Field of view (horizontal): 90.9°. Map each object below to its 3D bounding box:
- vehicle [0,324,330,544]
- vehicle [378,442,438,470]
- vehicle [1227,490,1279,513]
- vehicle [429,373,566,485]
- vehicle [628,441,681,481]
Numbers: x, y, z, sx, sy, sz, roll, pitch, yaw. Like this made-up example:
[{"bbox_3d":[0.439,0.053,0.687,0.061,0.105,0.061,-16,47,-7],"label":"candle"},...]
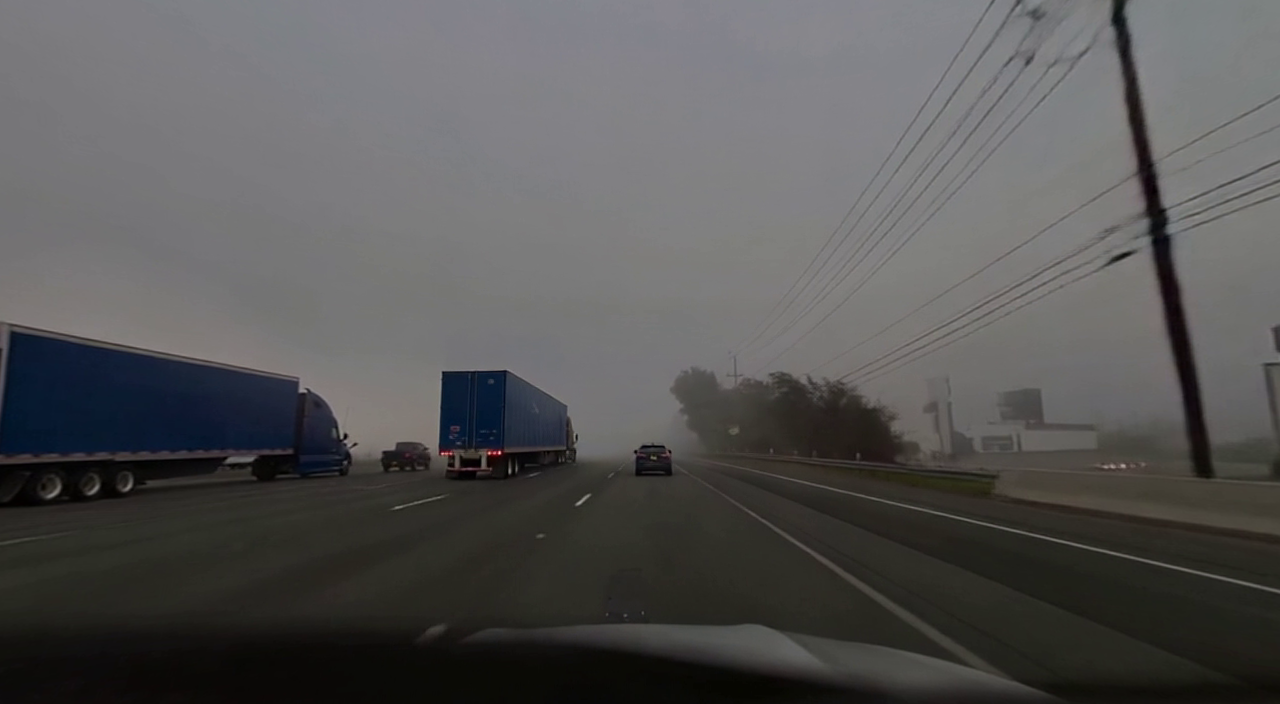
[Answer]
[{"bbox_3d":[-10.588,1.850,13.529,2.896,3.140,9.491,0,-9,1],"label":"vehicle"},{"bbox_3d":[-14.365,6.463,39.380,1.938,1.679,4.469,0,-9,1],"label":"vehicle"},{"bbox_3d":[49.772,11.859,49.924,4.441,1.614,1.955,0,-9,2],"label":"vehicle"},{"bbox_3d":[-6.088,3.942,30.778,2.907,4.081,15.311,0,-9,1],"label":"vehicle"},{"bbox_3d":[0.567,4.551,26.630,2.055,1.514,4.323,0,-9,0],"label":"vehicle"}]
